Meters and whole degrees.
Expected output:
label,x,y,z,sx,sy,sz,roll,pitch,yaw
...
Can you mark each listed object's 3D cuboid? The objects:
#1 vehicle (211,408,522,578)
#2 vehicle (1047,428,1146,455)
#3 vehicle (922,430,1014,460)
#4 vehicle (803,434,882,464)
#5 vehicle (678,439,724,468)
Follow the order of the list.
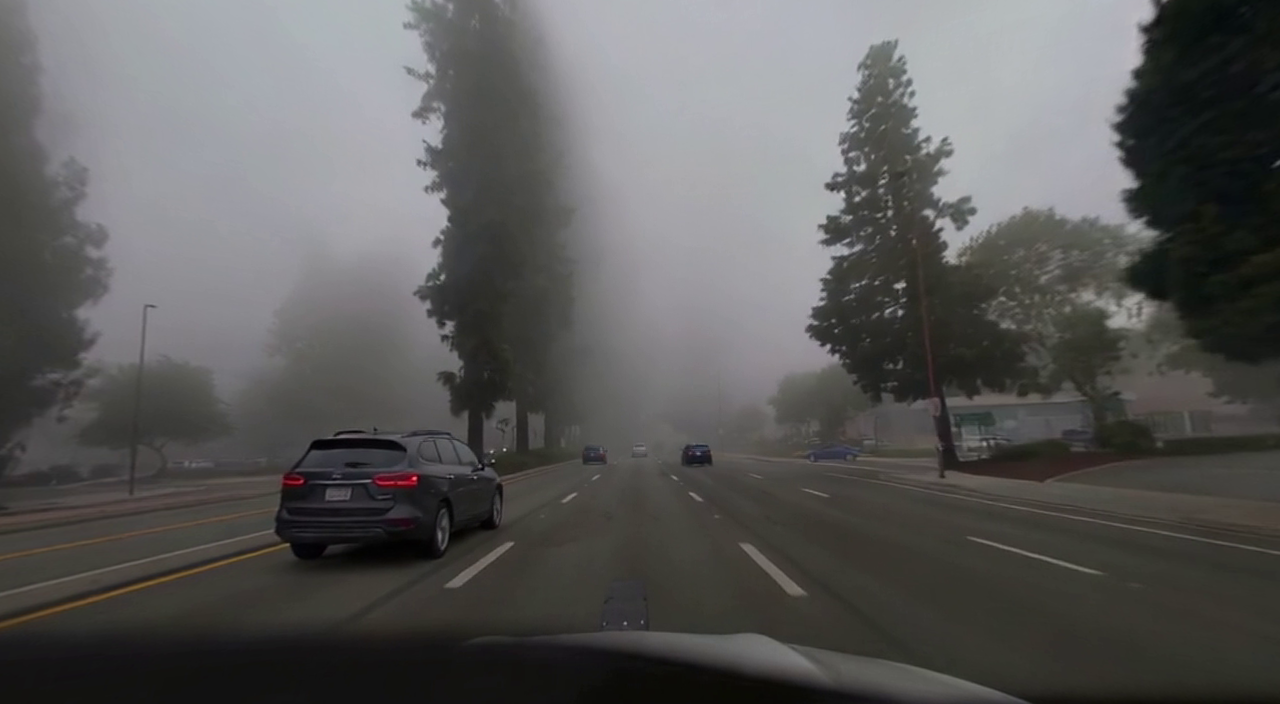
label,x,y,z,sx,sy,sz,roll,pitch,yaw
vehicle,-3.132,1.721,8.554,2.121,1.656,4.559,0,-8,1
vehicle,29.023,5.718,40.191,4.759,1.666,1.941,0,-8,0
vehicle,20.908,5.933,40.355,4.691,1.626,1.989,-3,-9,3
vehicle,12.949,6.254,40.525,4.515,1.599,1.968,-5,-9,10
vehicle,3.374,5.718,35.678,2.087,1.506,4.276,0,-8,-1
